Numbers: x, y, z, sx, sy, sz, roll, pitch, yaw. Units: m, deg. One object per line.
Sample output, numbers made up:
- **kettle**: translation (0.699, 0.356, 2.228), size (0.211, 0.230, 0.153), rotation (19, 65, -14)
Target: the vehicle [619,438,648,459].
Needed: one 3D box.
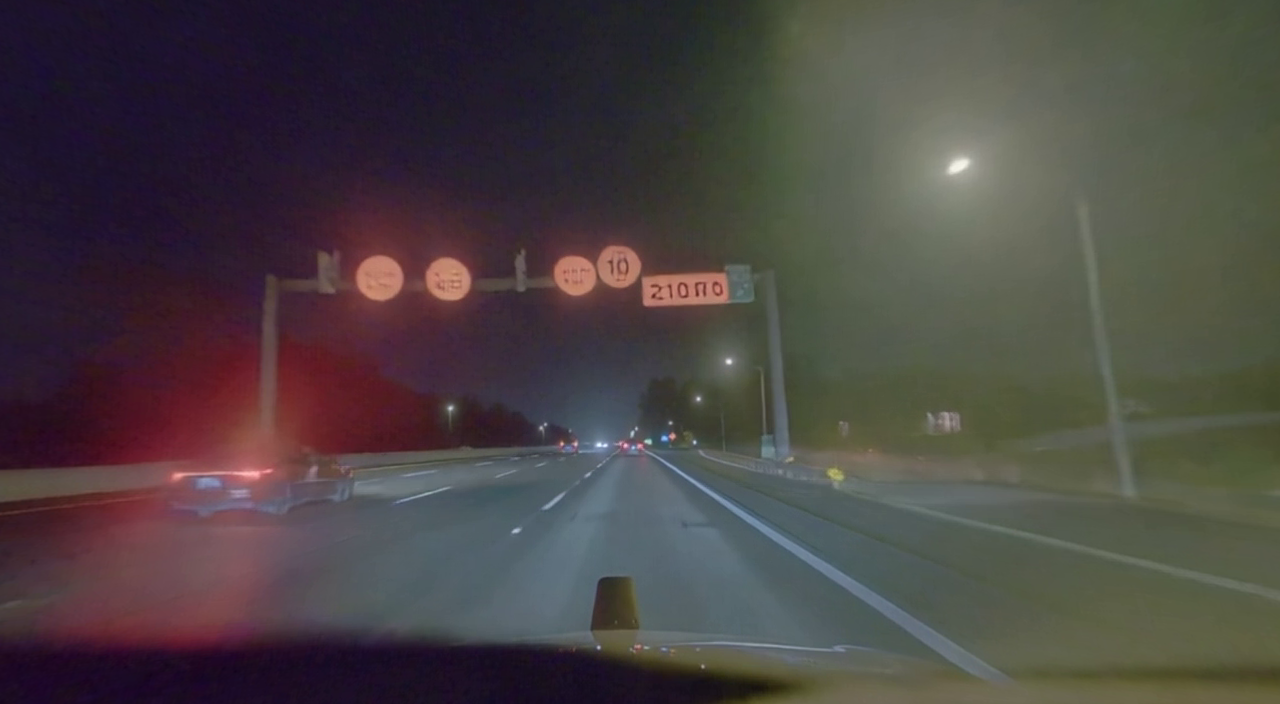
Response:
- **vehicle**: translation (-0.485, 7.159, 46.758), size (2.072, 1.440, 3.690), rotation (0, -8, -1)

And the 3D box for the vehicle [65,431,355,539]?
- **vehicle**: translation (-7.200, 2.237, 11.366), size (1.939, 1.504, 4.727), rotation (0, -8, -1)
